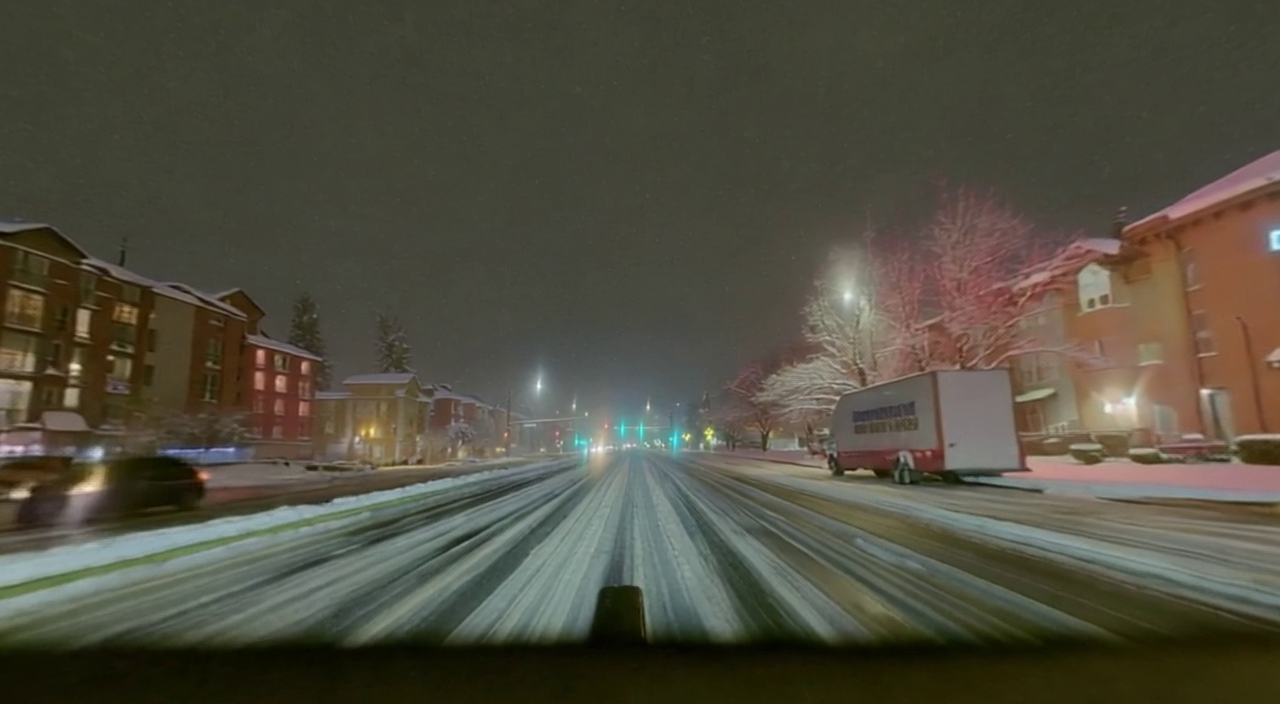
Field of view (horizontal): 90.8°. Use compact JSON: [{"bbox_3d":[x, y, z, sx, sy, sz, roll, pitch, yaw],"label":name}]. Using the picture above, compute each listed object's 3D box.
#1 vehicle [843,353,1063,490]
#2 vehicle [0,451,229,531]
[{"bbox_3d":[10.099,2.601,22.074,3.174,3.794,9.019,-1,-9,1],"label":"vehicle"},{"bbox_3d":[-11.754,2.982,14.254,1.901,1.465,4.604,0,-8,-1],"label":"vehicle"}]
